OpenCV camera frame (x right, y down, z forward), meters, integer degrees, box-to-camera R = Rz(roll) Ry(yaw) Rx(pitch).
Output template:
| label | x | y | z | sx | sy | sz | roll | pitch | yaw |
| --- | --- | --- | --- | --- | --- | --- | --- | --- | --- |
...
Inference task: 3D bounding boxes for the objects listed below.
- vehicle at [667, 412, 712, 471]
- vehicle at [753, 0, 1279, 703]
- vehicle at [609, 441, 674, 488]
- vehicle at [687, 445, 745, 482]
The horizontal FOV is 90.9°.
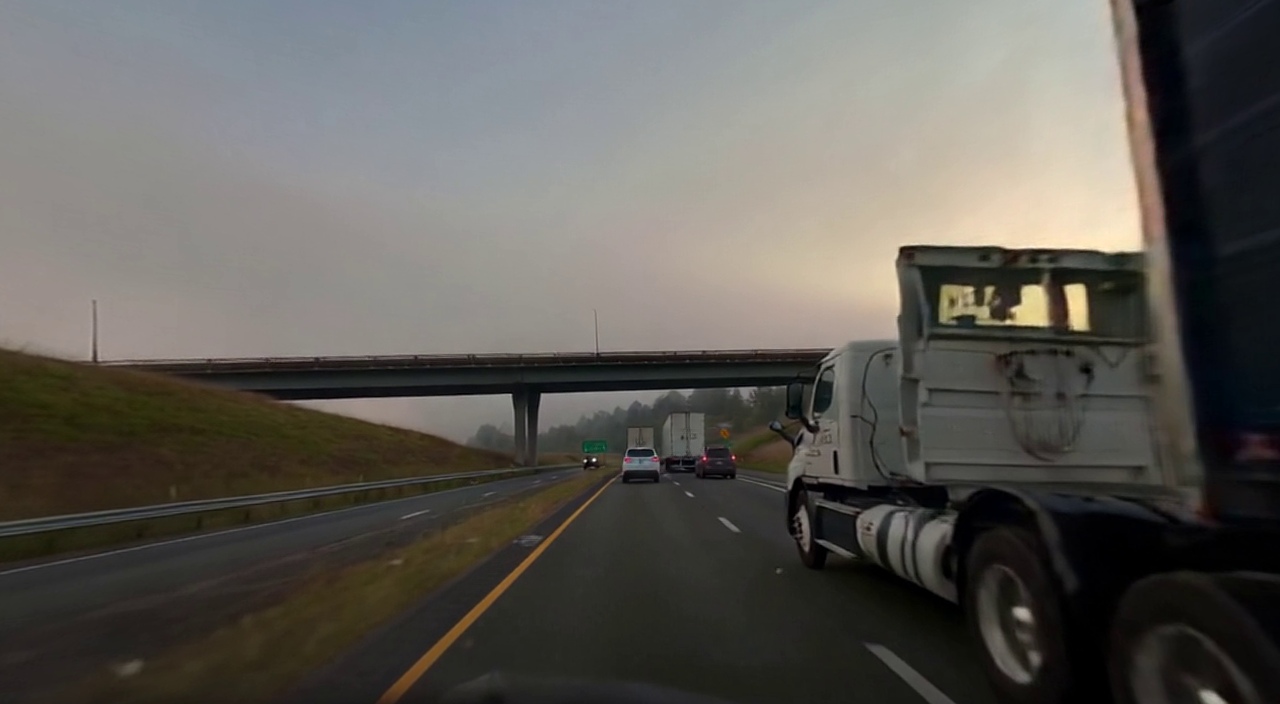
| label | x | y | z | sx | sy | sz | roll | pitch | yaw |
| --- | --- | --- | --- | --- | --- | --- | --- | --- | --- |
| vehicle | 3.572 | 6.677 | 46.706 | 2.948 | 3.974 | 6.480 | -1 | -9 | 3 |
| vehicle | 3.030 | 0.159 | 5.045 | 2.987 | 3.897 | 5.990 | -1 | -9 | 0 |
| vehicle | 0.035 | 4.269 | 24.159 | 2.256 | 1.615 | 4.114 | -1 | -9 | 0 |
| vehicle | 3.302 | 4.945 | 28.122 | 1.972 | 1.505 | 3.946 | 0 | -9 | -1 |
